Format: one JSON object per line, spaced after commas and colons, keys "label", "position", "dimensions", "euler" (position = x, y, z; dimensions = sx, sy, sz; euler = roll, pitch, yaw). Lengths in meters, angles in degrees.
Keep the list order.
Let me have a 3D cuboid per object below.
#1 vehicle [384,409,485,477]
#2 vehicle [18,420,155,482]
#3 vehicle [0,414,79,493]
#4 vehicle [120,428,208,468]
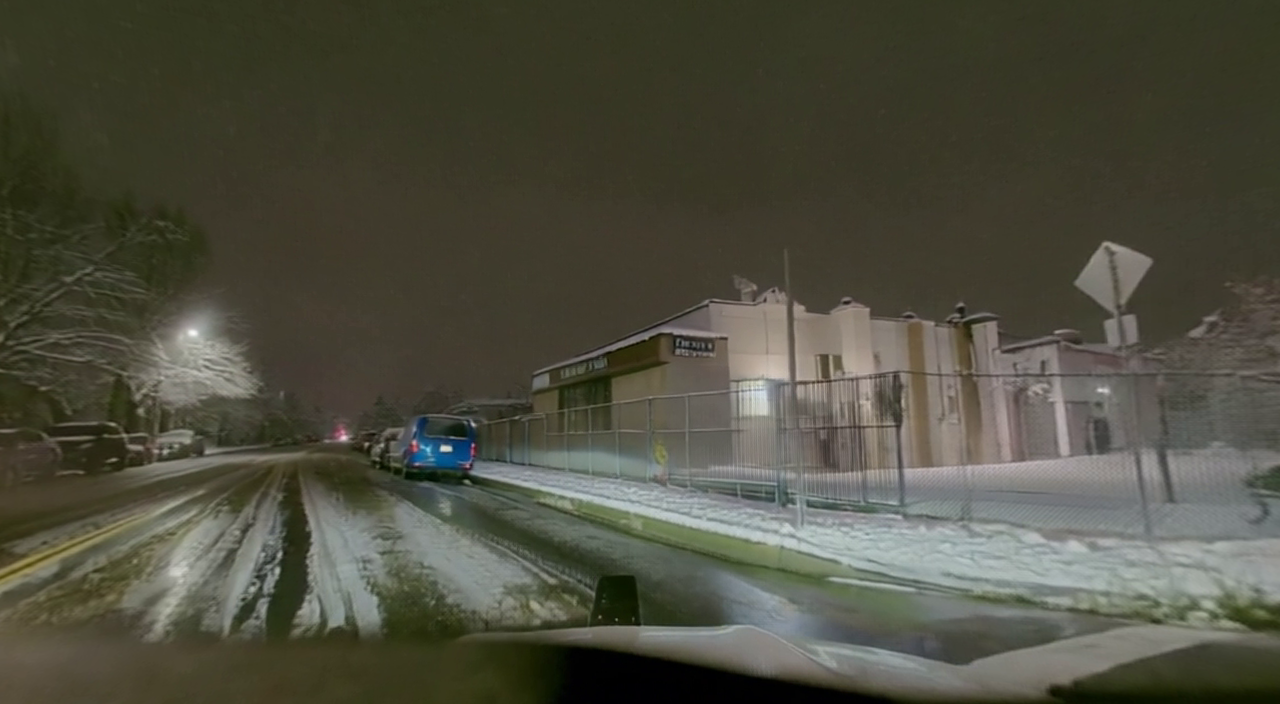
{"label": "vehicle", "position": [-7.295, 3.161, 21.913], "dimensions": [2.327, 2.021, 5.850], "euler": [4, -9, -27]}
{"label": "vehicle", "position": [-19.984, 3.590, 23.194], "dimensions": [2.304, 1.937, 5.720], "euler": [2, -9, -26]}
{"label": "vehicle", "position": [-17.133, 2.730, 17.007], "dimensions": [1.857, 1.908, 4.081], "euler": [4, -10, -26]}
{"label": "vehicle", "position": [-24.843, 5.028, 33.271], "dimensions": [2.504, 1.919, 5.658], "euler": [4, -9, -25]}
